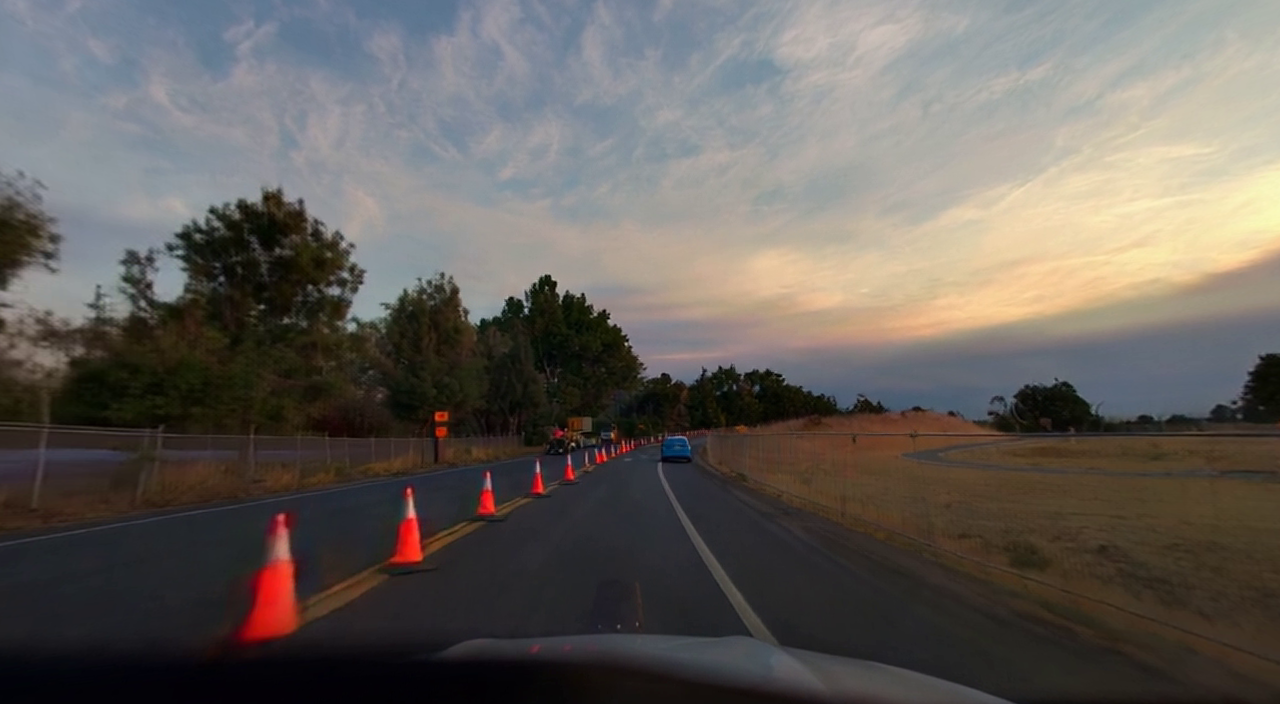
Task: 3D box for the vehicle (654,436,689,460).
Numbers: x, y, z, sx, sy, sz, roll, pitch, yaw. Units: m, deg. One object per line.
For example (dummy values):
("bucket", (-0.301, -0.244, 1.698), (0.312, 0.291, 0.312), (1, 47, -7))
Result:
("vehicle", (2.047, 6.311, 41.611), (2.172, 1.486, 3.581), (-1, -9, 3))
